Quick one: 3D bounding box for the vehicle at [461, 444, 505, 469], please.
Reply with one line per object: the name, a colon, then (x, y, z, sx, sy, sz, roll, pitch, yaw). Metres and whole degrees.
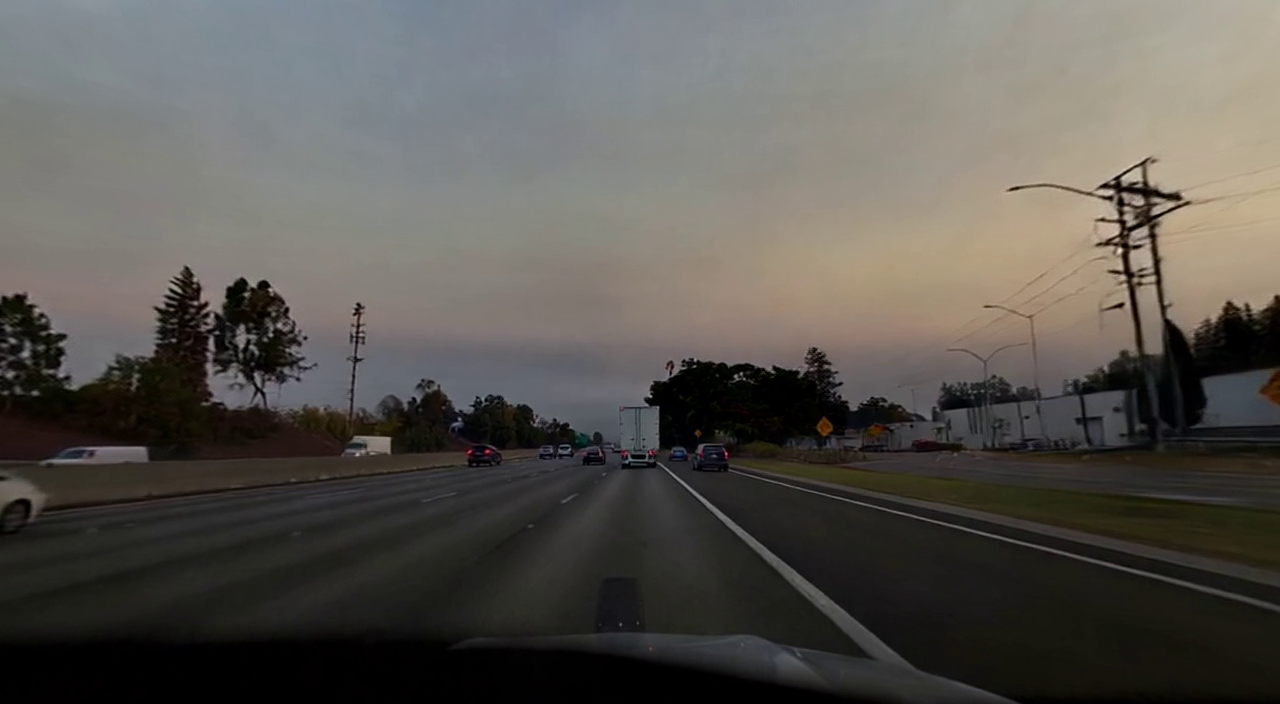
vehicle: (-10.967, 7.332, 44.220, 1.966, 1.627, 4.258, 0, -9, 1)

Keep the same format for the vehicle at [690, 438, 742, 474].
vehicle: (3.845, 5.353, 32.588, 2.107, 1.707, 4.445, 0, -9, 0)

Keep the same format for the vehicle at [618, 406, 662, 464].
vehicle: (0.182, 6.476, 48.371, 3.012, 3.928, 10.262, 0, -9, 2)
